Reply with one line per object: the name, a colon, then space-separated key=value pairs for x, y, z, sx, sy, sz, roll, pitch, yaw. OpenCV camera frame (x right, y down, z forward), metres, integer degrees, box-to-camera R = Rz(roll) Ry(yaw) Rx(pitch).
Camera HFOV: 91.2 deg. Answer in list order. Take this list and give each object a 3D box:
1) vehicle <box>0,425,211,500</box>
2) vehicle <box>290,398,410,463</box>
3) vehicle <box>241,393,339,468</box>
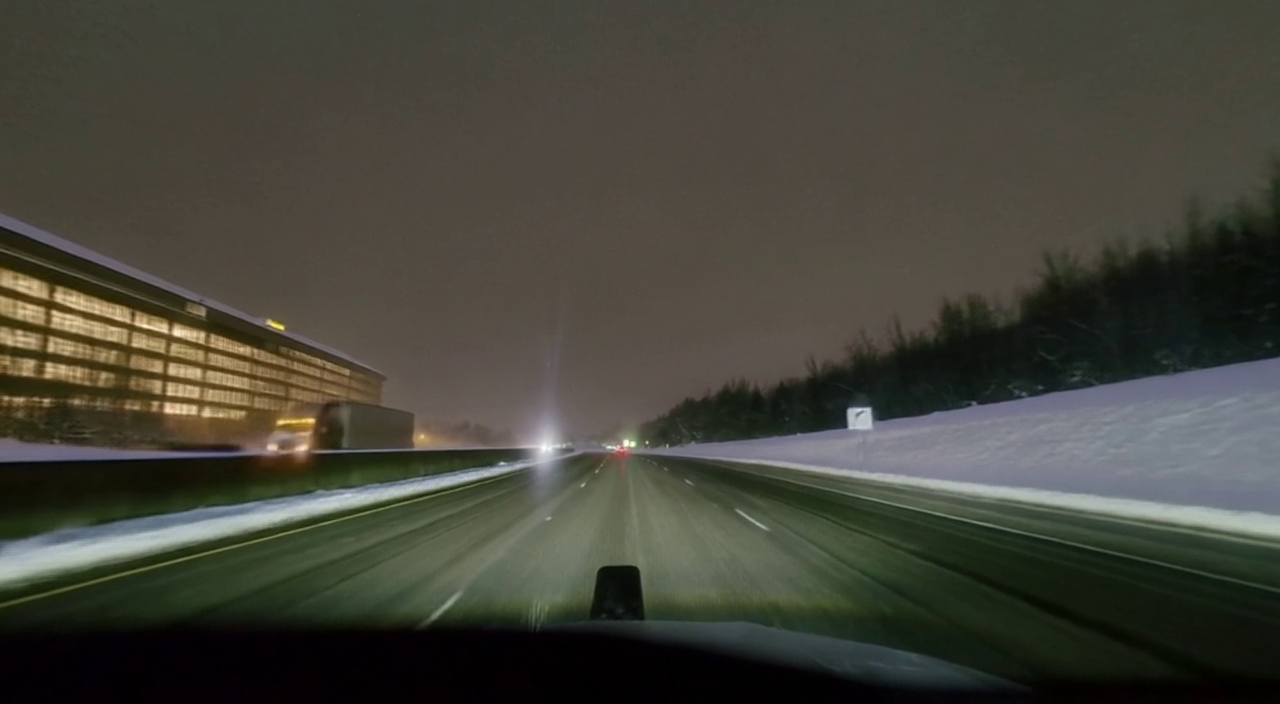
vehicle: x=-12.730 y=2.610 z=15.032 sx=1.863 sy=1.521 sz=4.277 roll=0 pitch=-9 yaw=-1
vehicle: x=-21.080 y=6.097 z=47.009 sx=2.933 sy=4.082 sz=13.910 roll=0 pitch=-9 yaw=-2
vehicle: x=-20.679 y=4.704 z=37.344 sx=3.271 sy=4.189 sz=3.909 roll=0 pitch=-9 yaw=0
